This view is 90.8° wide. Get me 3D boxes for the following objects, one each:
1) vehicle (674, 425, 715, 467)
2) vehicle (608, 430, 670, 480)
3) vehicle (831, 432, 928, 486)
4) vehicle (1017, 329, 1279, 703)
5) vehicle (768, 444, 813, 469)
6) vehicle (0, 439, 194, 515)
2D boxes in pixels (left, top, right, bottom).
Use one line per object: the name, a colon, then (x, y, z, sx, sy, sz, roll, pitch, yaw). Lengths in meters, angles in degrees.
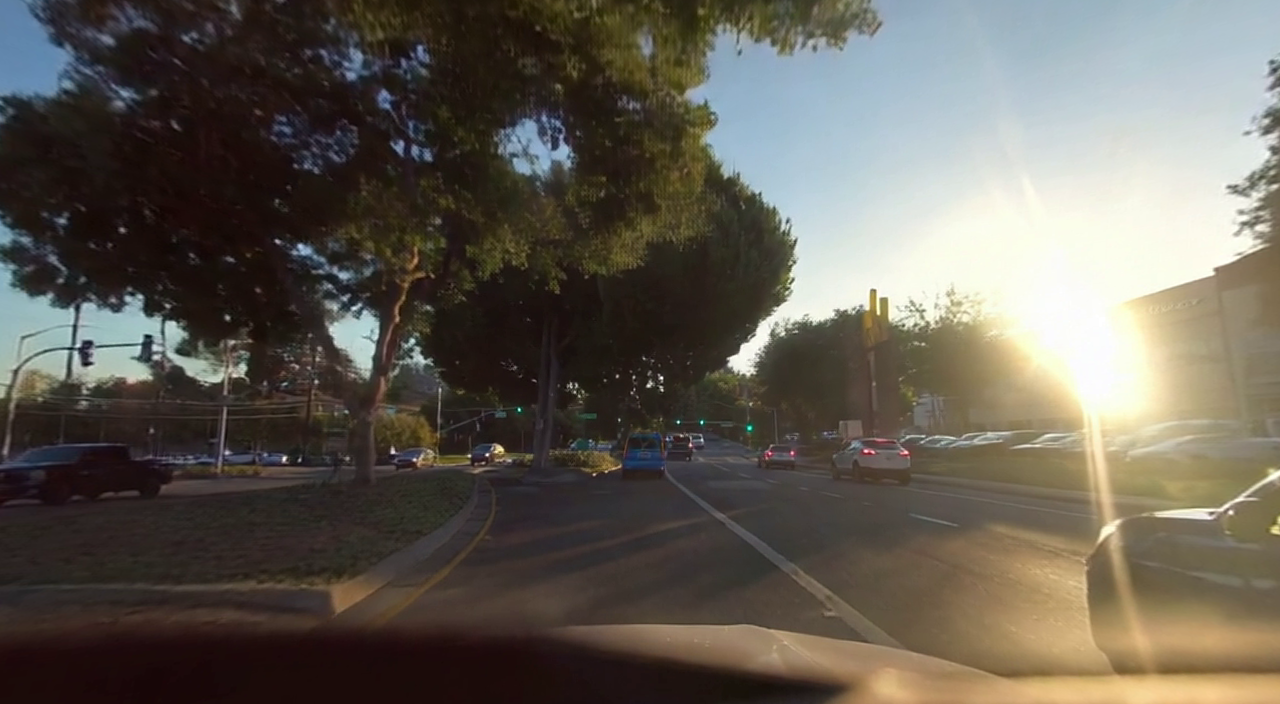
vehicle: (3.576, 6.252, 42.061, 2.239, 2.586, 4.586, 0, -8, -1)
vehicle: (-0.078, 4.347, 26.880, 2.402, 1.938, 4.535, 0, -9, -1)
vehicle: (8.814, 3.971, 23.701, 1.977, 1.786, 4.344, 0, -9, 2)
vehicle: (3.422, 0.680, 1.676, 2.076, 1.716, 4.416, 0, -9, 0)
vehicle: (9.425, 6.561, 39.829, 1.879, 1.517, 4.006, 0, -9, 0)
vehicle: (-14.408, 3.231, 16.658, 2.136, 1.676, 4.371, -1, -9, -2)
